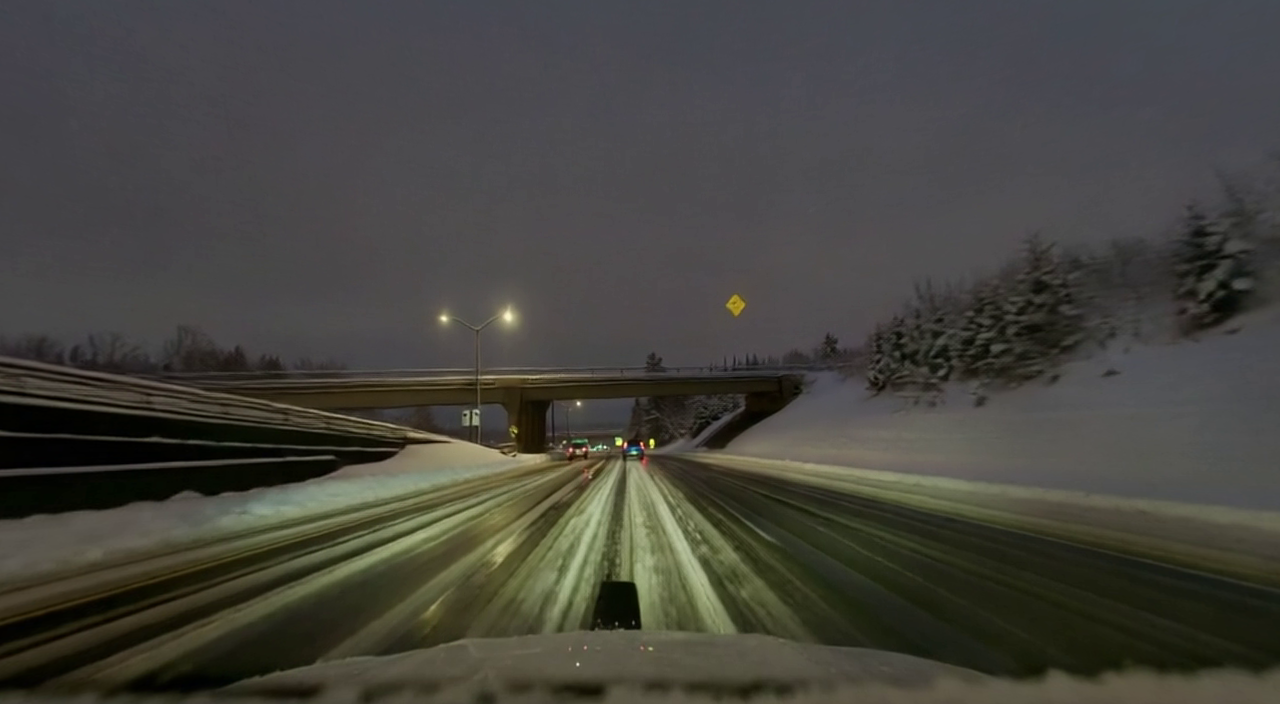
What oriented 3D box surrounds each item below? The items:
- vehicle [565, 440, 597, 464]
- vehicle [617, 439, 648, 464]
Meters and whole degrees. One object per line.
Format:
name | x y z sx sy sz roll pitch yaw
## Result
vehicle | -4.361 7.449 47.131 2.000 1.646 4.201 0 -8 -1
vehicle | -0.589 7.141 45.481 2.132 1.657 3.967 0 -8 -2
